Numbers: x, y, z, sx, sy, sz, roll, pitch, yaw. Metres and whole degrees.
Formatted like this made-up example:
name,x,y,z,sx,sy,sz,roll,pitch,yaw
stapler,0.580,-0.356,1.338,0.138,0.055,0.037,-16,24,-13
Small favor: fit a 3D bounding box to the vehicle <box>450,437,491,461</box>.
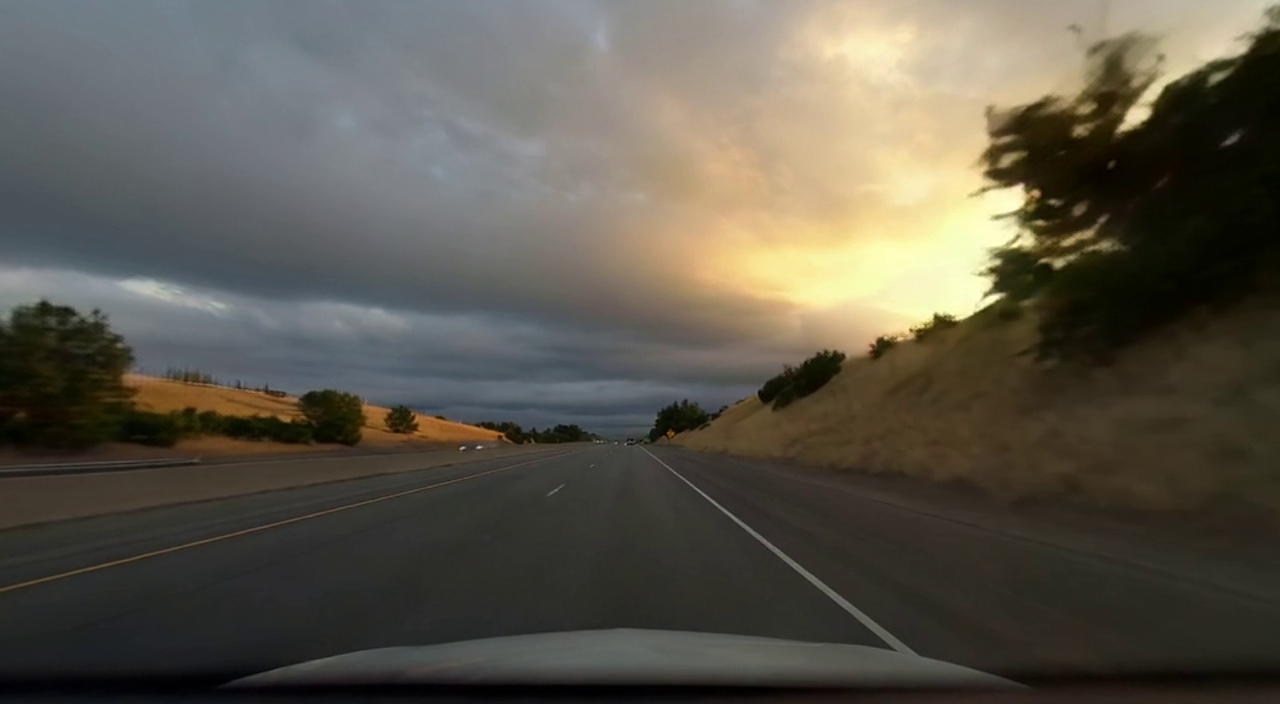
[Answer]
name,x,y,z,sx,sy,sz,roll,pitch,yaw
vehicle,-11.434,6.561,42.678,1.811,1.475,3.704,-1,-8,0
